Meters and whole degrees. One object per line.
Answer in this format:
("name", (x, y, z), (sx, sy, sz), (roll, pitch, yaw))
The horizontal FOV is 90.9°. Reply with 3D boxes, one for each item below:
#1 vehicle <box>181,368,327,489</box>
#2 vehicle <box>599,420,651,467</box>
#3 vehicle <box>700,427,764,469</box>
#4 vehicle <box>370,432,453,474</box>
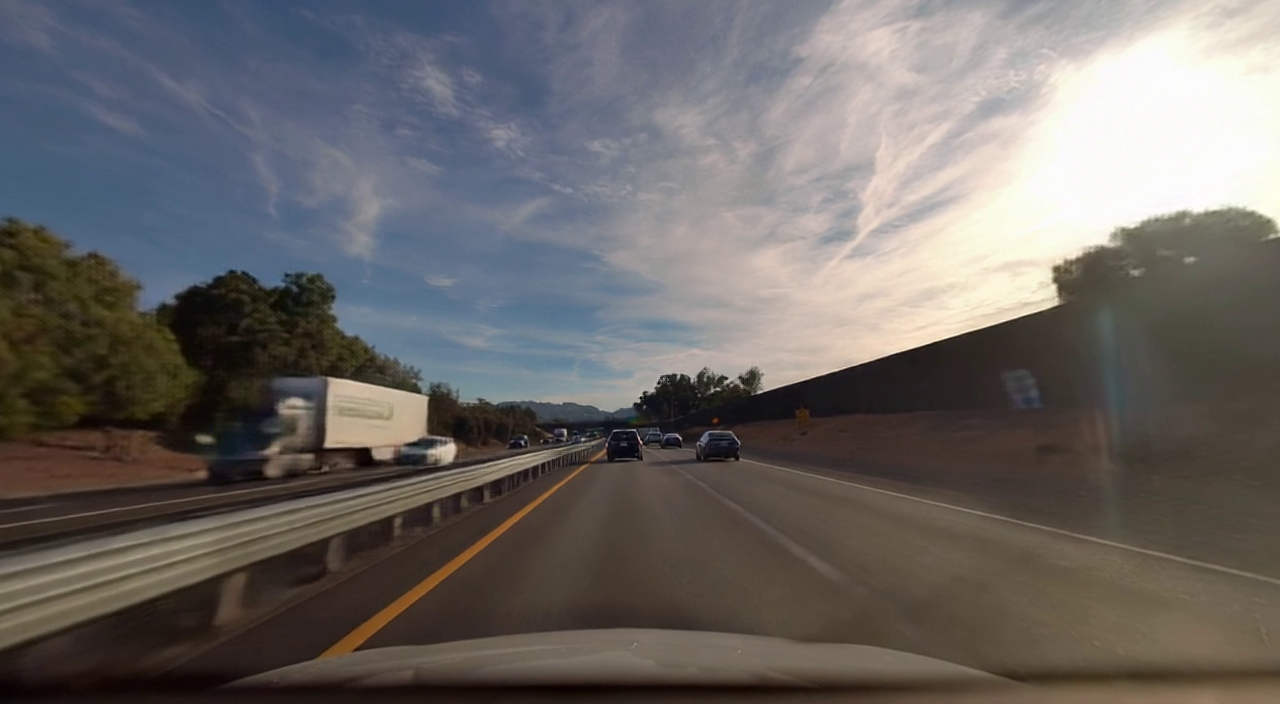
("vehicle", (-13.724, 2.774, 22.755), (2.990, 4.029, 3.259), (0, -8, -1))
("vehicle", (-0.721, 4.341, 30.164), (2.270, 2.044, 4.633), (0, -8, -2))
("vehicle", (3.775, 4.014, 26.569), (1.981, 1.606, 3.956), (0, -8, -2))
("vehicle", (-9.476, 4.187, 26.506), (1.953, 1.598, 4.409), (0, -8, -2))
